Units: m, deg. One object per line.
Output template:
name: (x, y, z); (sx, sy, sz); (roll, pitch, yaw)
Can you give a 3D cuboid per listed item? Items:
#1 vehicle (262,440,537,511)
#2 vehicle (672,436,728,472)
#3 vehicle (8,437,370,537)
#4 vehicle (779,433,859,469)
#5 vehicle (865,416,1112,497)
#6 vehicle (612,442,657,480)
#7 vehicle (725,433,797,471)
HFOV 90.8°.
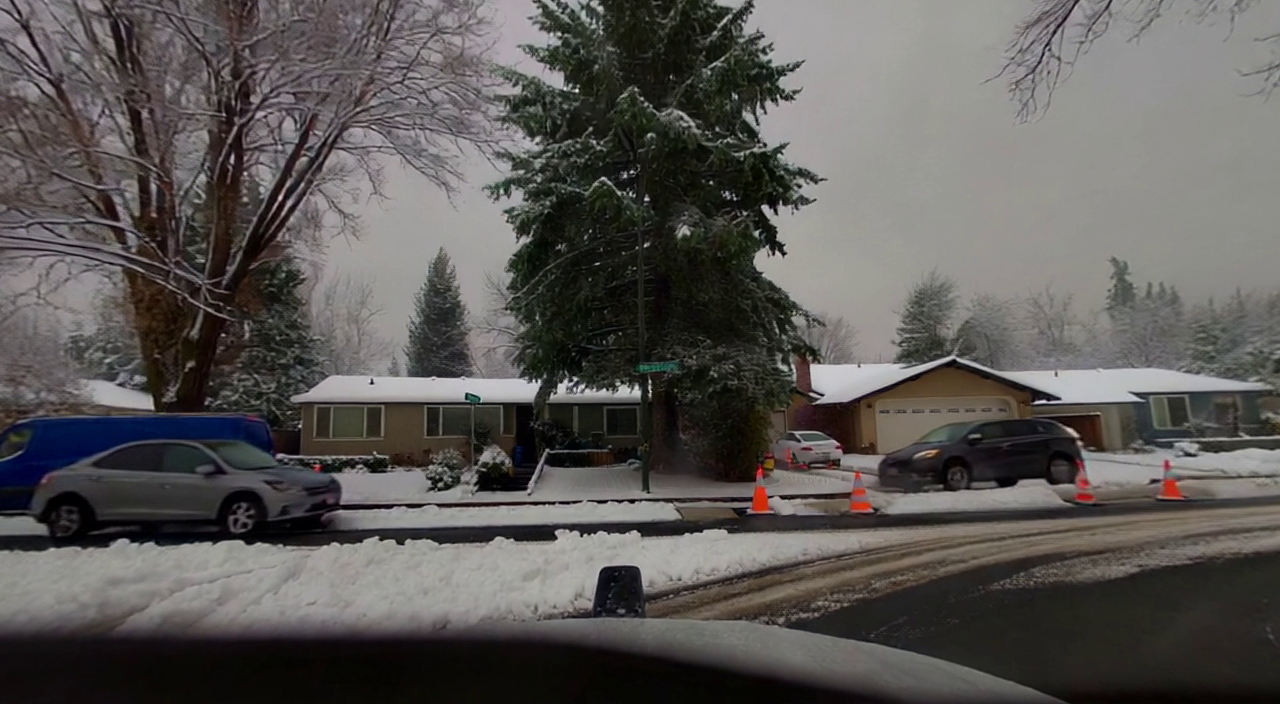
vehicle: (-6.398, 3.406, 17.853); (6.643, 1.777, 2.925); (1, -9, -5)
vehicle: (2.598, 4.564, 28.387); (1.745, 1.461, 4.074); (1, -9, -5)
vehicle: (-7.565, 2.286, 11.058); (4.684, 1.556, 2.087); (0, -8, -1)
vehicle: (8.060, 4.517, 28.922); (1.893, 1.529, 4.422); (1, -9, -7)
vehicle: (8.620, 2.610, 15.955); (5.047, 1.851, 2.103); (1, -9, -5)
vehicle: (-0.304, 4.775, 27.928); (1.648, 1.430, 3.654); (4, -9, -4)
vehicle: (5.337, 4.483, 28.485); (2.007, 1.555, 4.204); (1, -9, -7)
